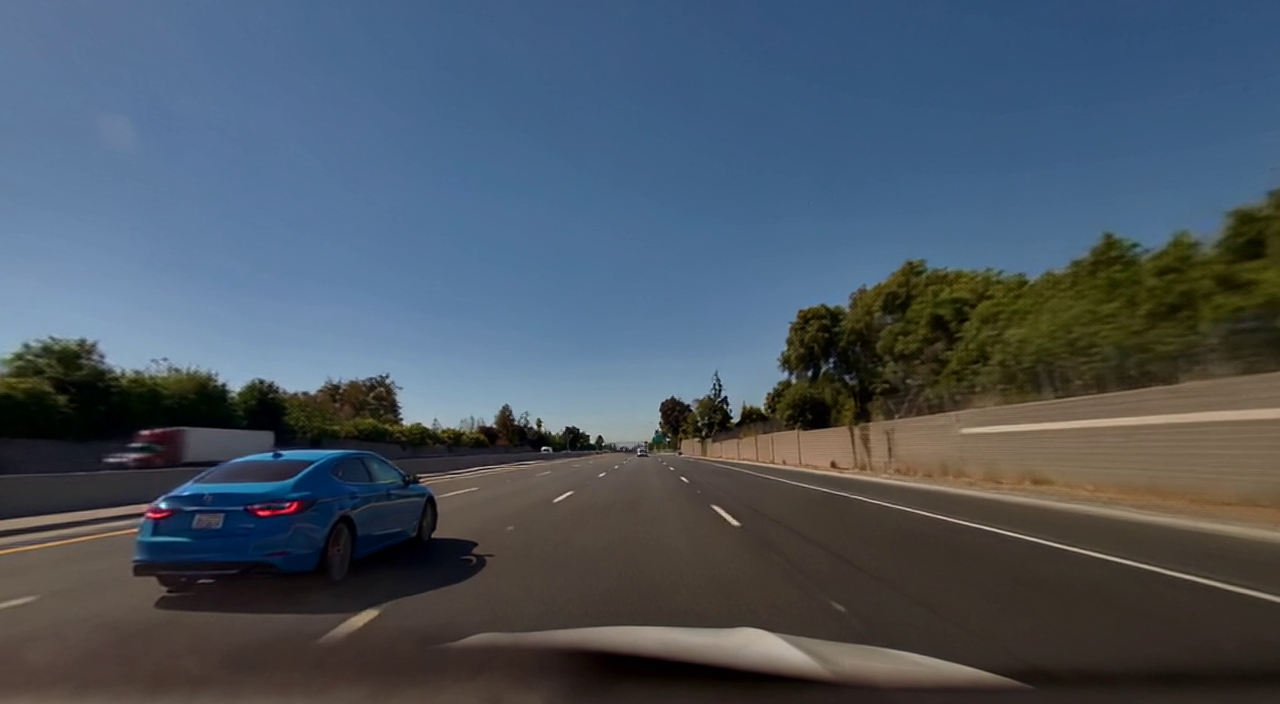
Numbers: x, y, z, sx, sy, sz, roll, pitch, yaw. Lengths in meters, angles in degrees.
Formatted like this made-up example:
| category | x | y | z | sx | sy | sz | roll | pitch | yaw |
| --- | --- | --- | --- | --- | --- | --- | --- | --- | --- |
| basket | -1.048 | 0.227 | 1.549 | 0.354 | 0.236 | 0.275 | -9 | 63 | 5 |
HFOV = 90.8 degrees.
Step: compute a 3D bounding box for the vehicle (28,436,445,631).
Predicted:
| category | x | y | z | sx | sy | sz | roll | pitch | yaw |
| --- | --- | --- | --- | --- | --- | --- | --- | --- | --- |
| vehicle | -3.727 | 1.691 | 6.839 | 1.935 | 1.479 | 3.787 | 0 | -8 | 1 |
